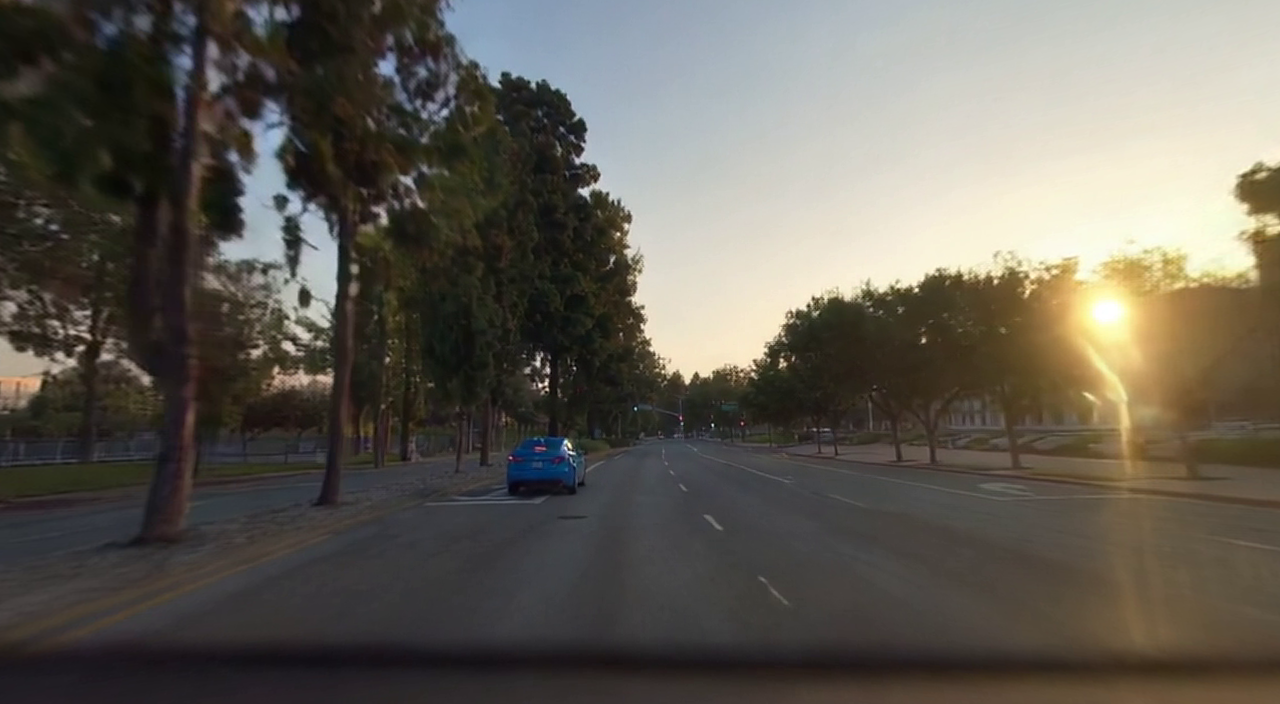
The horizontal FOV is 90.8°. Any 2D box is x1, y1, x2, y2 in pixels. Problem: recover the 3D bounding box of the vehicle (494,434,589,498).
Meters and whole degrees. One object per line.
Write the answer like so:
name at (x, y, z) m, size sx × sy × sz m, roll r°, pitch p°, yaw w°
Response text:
vehicle at (-2.522, 3.017, 17.338) m, size 2.042 × 1.479 × 4.601 m, roll 0°, pitch -7°, yaw -2°
